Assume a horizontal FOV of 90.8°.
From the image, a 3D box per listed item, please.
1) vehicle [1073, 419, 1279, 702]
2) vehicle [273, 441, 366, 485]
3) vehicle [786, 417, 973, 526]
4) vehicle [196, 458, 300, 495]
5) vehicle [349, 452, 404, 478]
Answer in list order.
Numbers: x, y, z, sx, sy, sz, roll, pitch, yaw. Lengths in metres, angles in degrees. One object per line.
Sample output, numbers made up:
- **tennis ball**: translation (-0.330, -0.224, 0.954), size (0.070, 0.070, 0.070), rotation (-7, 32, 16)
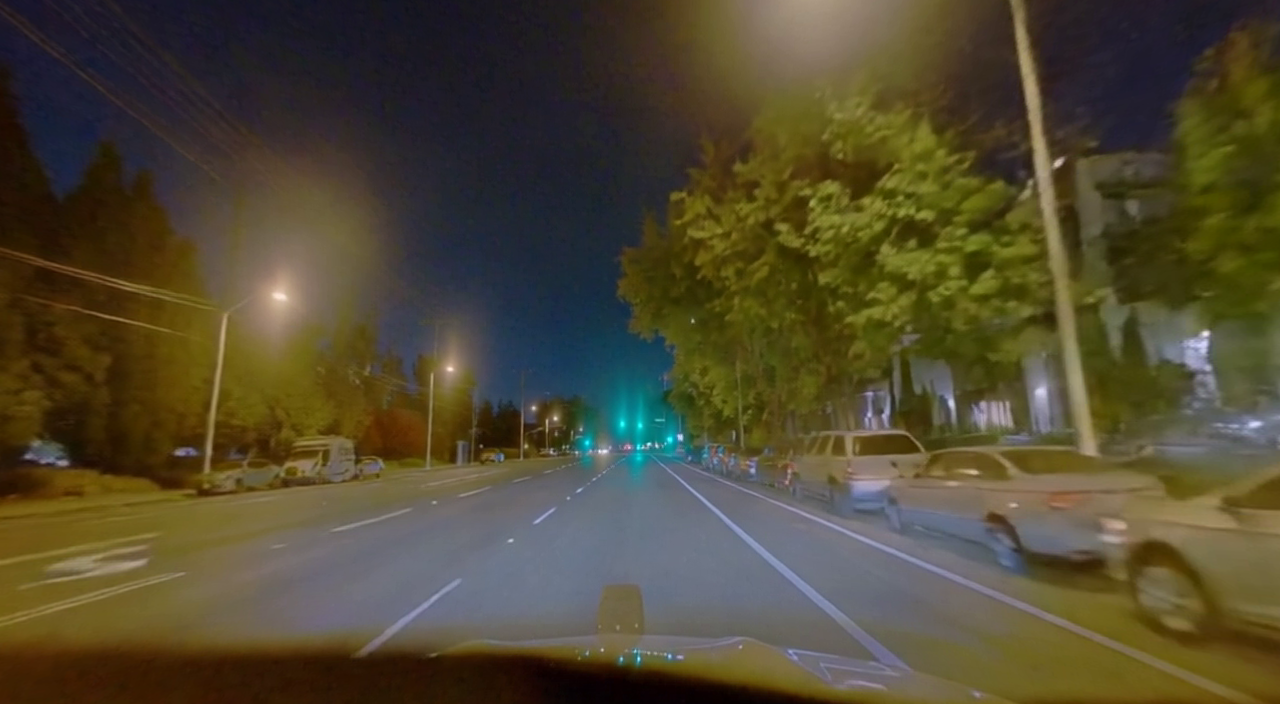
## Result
- **vehicle**: translation (4.459, 1.005, 2.630), size (1.927, 1.523, 4.668), rotation (0, -9, -1)
- **vehicle**: translation (-17.842, 6.202, 35.547), size (2.360, 2.225, 5.385), rotation (0, -9, 0)
- **vehicle**: translation (4.483, 2.332, 12.764), size (1.926, 1.778, 4.568), rotation (0, -9, -1)
- **vehicle**: translation (-17.814, 5.661, 28.977), size (1.921, 1.480, 4.392), rotation (0, -9, 0)
- **vehicle**: translation (-17.770, 7.633, 42.870), size (1.871, 1.596, 4.114), rotation (0, -9, 1)
